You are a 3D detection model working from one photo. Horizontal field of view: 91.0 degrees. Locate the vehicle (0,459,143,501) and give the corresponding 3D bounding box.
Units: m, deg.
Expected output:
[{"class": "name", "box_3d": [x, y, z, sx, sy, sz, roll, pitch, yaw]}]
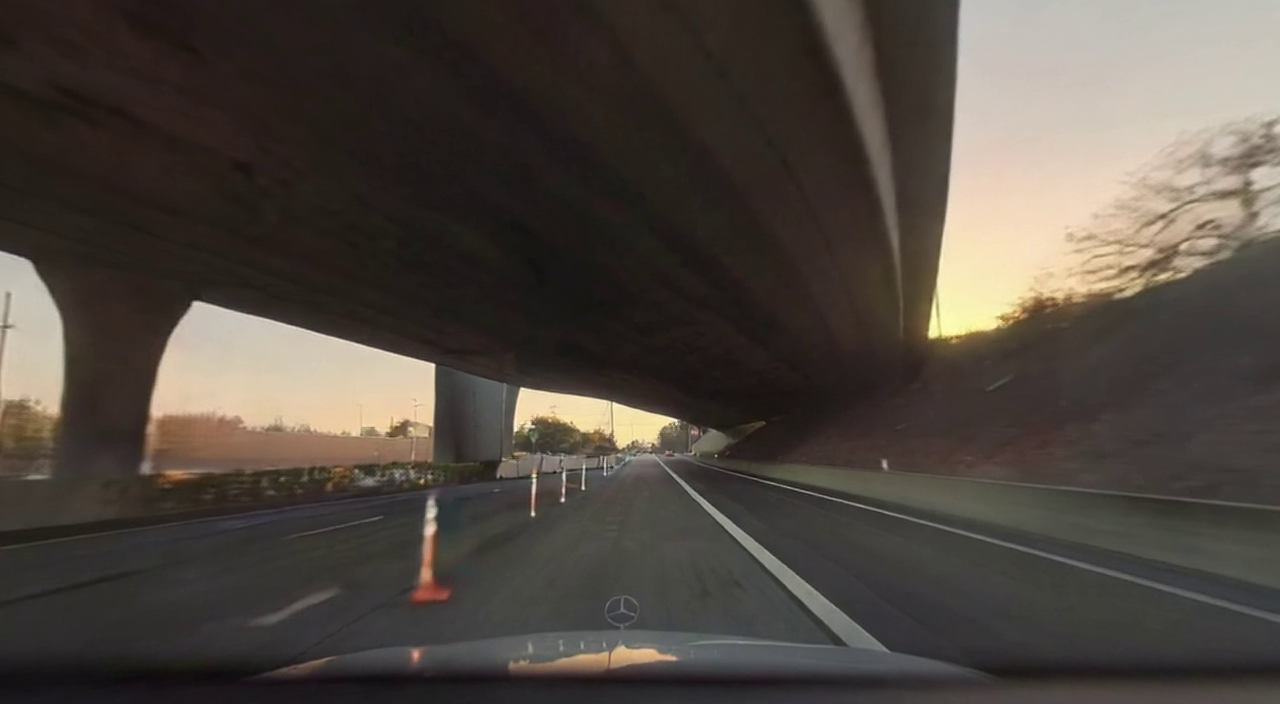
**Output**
[{"class": "vehicle", "box_3d": [-27.817, 6.214, 31.045, 2.061, 1.747, 5.452, 0, -9, 1]}]
